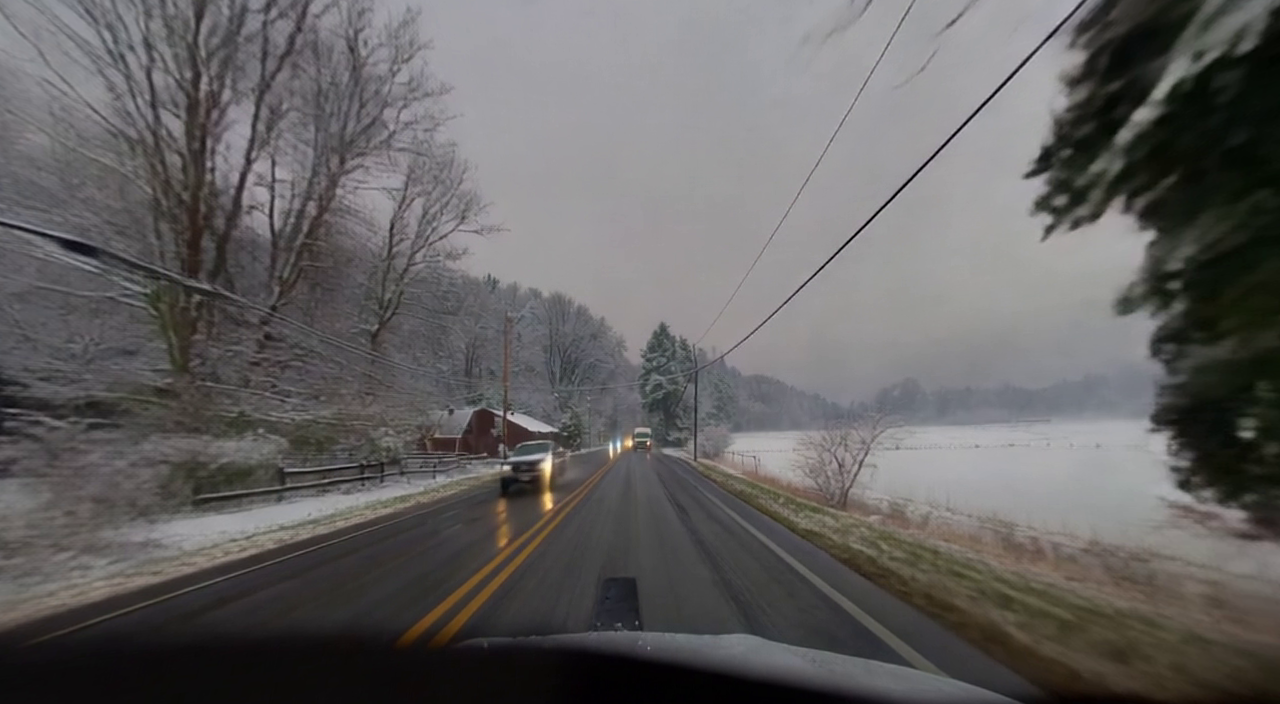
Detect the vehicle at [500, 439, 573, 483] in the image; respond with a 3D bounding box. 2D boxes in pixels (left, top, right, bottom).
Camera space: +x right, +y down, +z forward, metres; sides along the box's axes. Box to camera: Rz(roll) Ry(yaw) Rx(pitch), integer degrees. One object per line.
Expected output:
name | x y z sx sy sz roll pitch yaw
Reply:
vehicle | -3.852 4.135 24.303 2.021 1.491 4.519 0 -8 0
